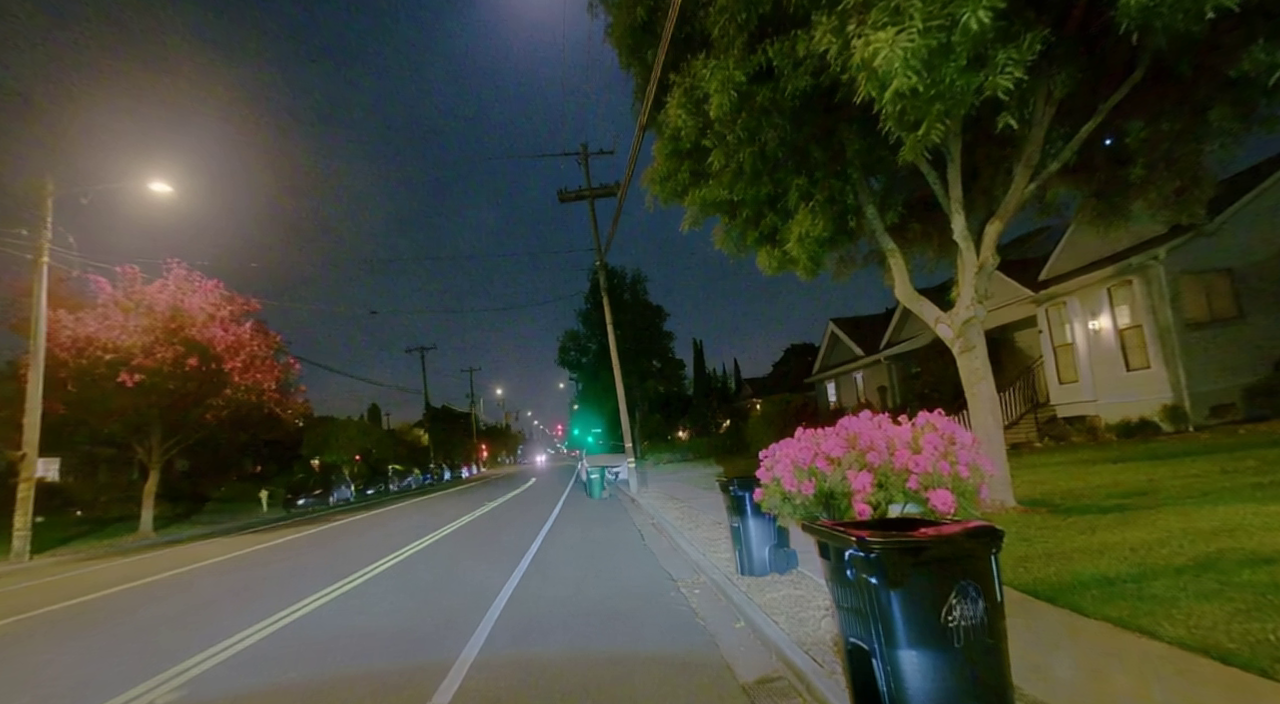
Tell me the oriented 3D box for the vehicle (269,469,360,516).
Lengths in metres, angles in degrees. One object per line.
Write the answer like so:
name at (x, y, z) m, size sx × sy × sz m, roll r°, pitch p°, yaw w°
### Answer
vehicle at (-13.763, 5.921, 26.985) m, size 1.982 × 1.660 × 4.142 m, roll 1°, pitch -8°, yaw -6°

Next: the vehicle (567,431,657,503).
vehicle at (-0.825, 3.080, 17.386) m, size 2.190 × 1.708 × 4.115 m, roll 0°, pitch -8°, yaw -4°
